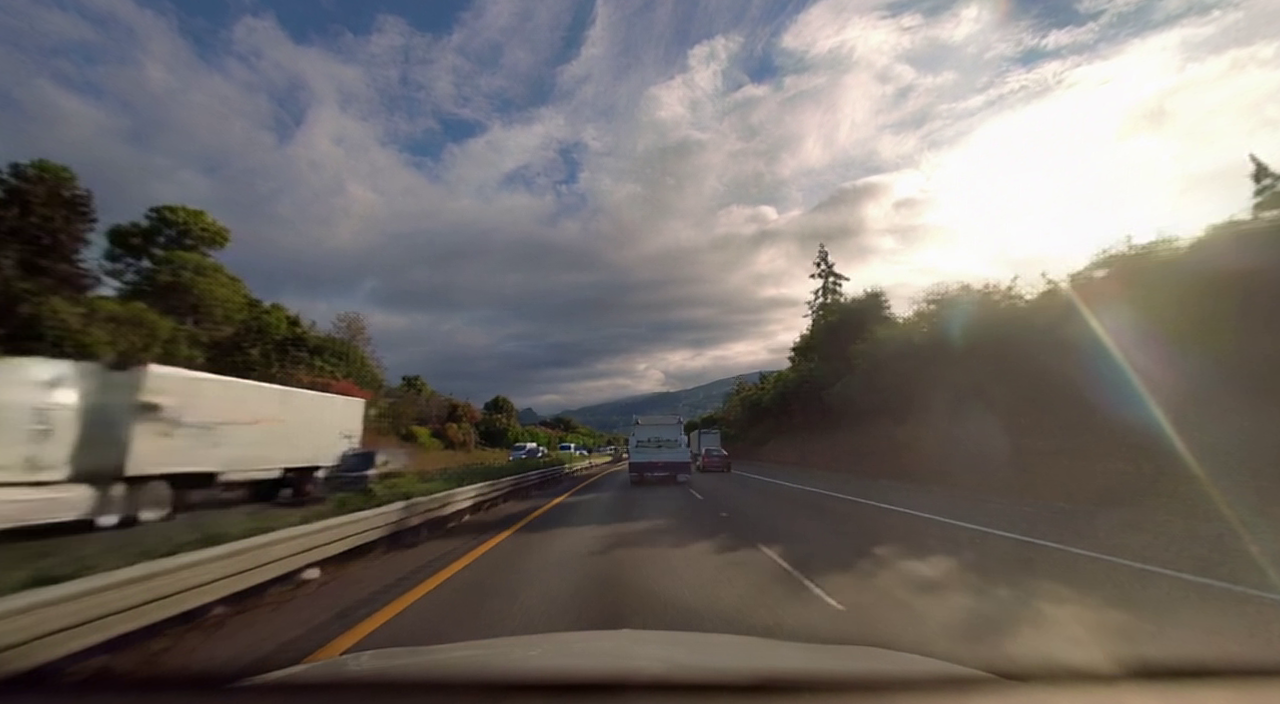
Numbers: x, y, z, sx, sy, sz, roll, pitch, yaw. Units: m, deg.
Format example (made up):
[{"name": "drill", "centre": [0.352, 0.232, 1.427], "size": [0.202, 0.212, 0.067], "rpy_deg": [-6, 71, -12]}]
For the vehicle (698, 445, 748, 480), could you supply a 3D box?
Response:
[{"name": "vehicle", "centre": [3.657, 4.955, 28.463], "size": [1.654, 1.441, 4.066], "rpy_deg": [0, -9, -1]}]

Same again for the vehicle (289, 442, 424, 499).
[{"name": "vehicle", "centre": [-8.860, 3.730, 20.272], "size": [2.051, 1.586, 4.739], "rpy_deg": [0, -9, 1]}]

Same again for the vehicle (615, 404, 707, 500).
[{"name": "vehicle", "centre": [0.454, 3.043, 19.334], "size": [2.423, 2.517, 5.055], "rpy_deg": [0, -9, -2]}]

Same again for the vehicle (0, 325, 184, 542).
[{"name": "vehicle", "centre": [-13.288, 1.729, 13.081], "size": [3.018, 3.955, 5.802], "rpy_deg": [0, -9, 0]}]
